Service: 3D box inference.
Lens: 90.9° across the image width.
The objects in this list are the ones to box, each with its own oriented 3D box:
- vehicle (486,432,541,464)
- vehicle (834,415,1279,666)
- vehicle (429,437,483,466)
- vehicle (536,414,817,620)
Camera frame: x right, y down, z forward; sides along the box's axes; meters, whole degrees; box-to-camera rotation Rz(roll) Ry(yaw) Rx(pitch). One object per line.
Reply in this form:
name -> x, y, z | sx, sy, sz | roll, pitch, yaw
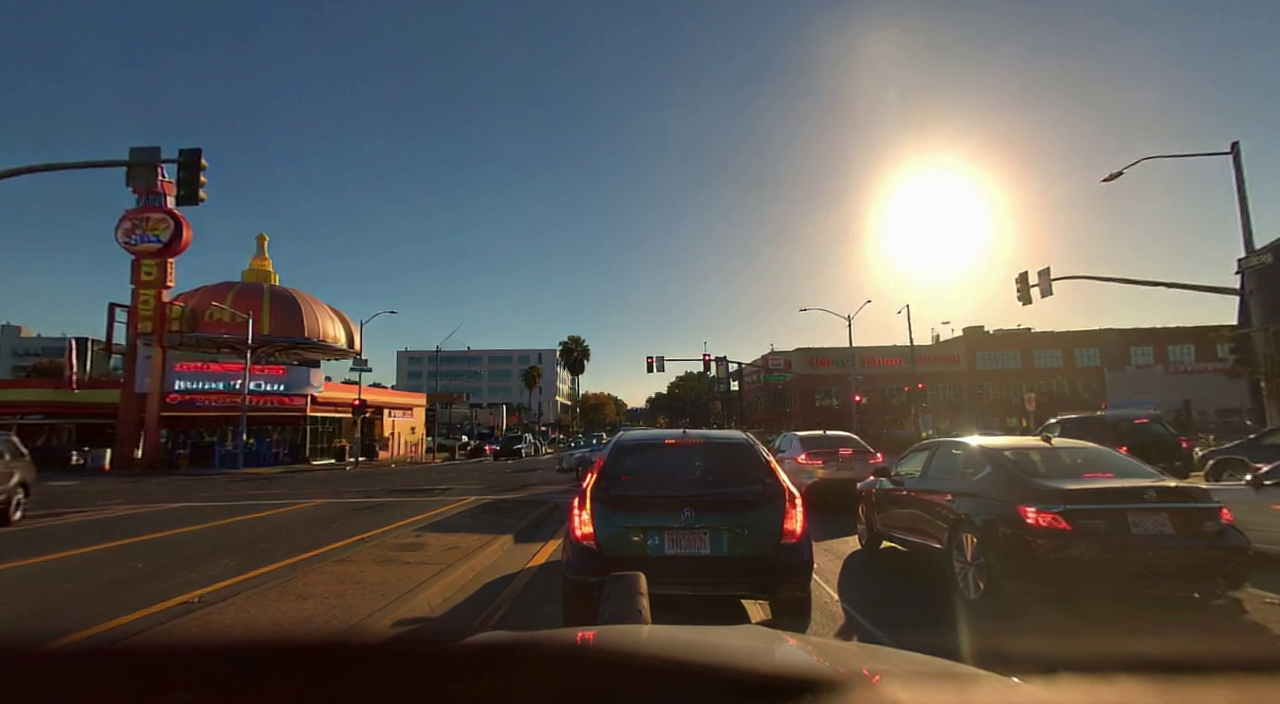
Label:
vehicle -> -8.809, 6.716, 44.600 | 2.710, 2.022, 5.889 | -2, -7, -1
vehicle -> 3.517, 1.452, 6.056 | 1.883, 1.480, 4.489 | 0, -8, 0
vehicle -> -12.112, 6.579, 41.834 | 2.122, 1.829, 4.559 | 0, -8, 0
vehicle -> 0.215, 1.498, 6.670 | 2.073, 1.496, 3.892 | 0, -8, -2
